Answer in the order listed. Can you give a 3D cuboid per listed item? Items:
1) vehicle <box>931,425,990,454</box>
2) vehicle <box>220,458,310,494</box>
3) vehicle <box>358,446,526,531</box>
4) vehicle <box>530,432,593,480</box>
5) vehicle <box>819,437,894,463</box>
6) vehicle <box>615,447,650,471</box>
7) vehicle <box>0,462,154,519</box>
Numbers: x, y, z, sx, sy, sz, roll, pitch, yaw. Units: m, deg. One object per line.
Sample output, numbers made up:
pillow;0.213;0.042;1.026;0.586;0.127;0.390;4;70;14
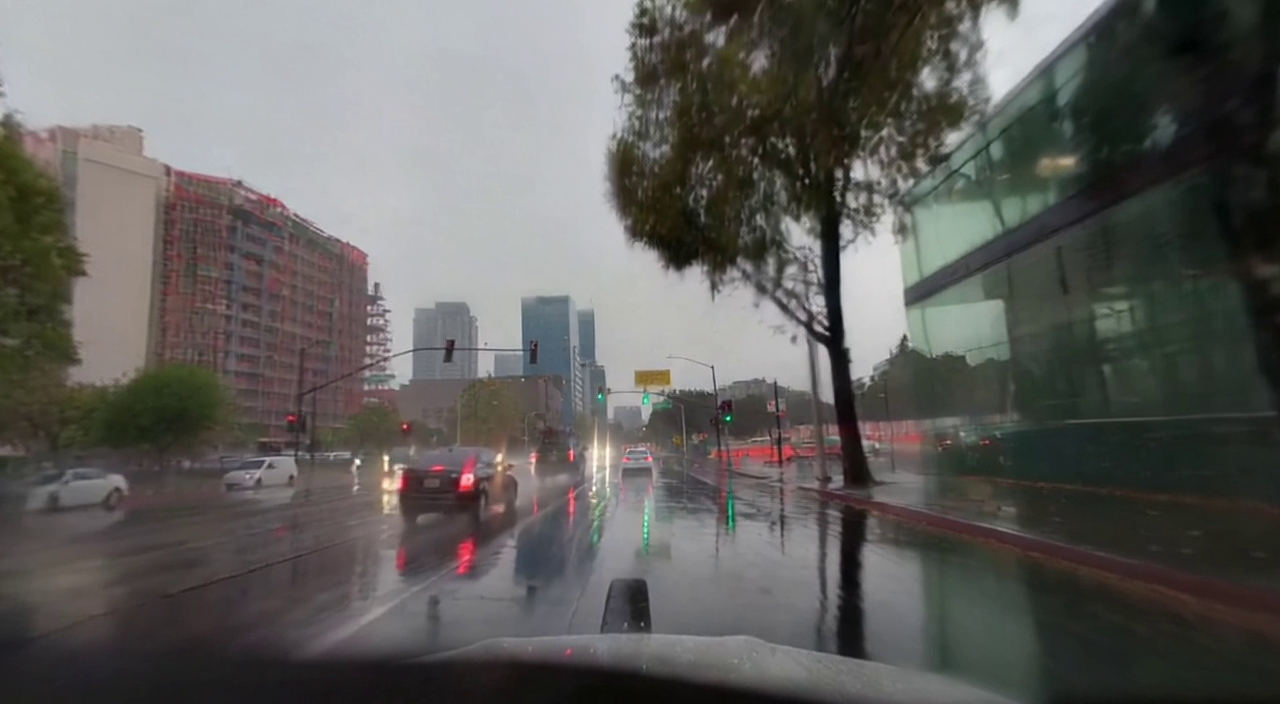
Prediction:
vehicle;23.378;6.393;45.813;2.304;1.936;5.023;-9;-12;43
vehicle;-19.449;6.418;32.950;1.965;1.539;4.461;-5;-9;1
vehicle;-3.748;2.657;12.944;1.959;1.406;4.527;0;-9;0
vehicle;-3.578;4.847;29.593;2.240;2.054;4.662;0;-9;1
vehicle;13.348;6.031;38.952;4.061;1.465;1.803;2;-8;-18
vehicle;-0.434;6.950;41.207;2.171;1.422;4.146;0;-9;0
vehicle;-19.466;4.563;21.253;1.993;1.552;5.039;-1;-9;2
